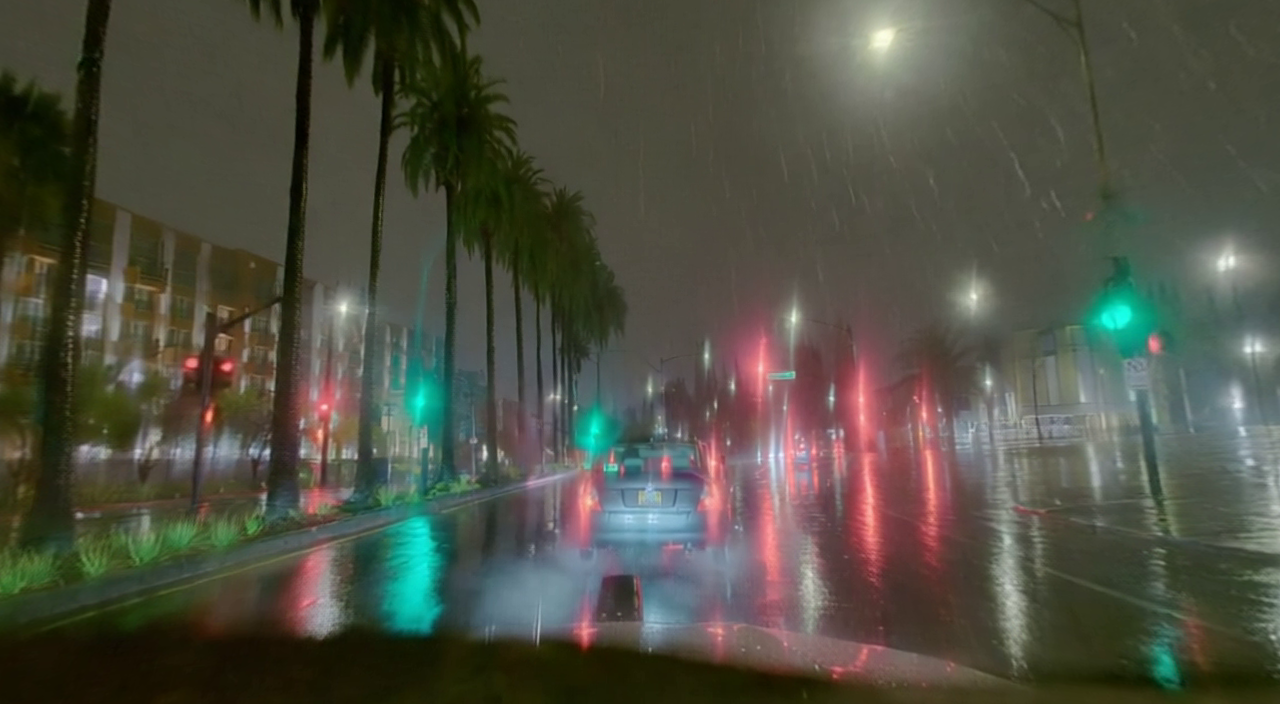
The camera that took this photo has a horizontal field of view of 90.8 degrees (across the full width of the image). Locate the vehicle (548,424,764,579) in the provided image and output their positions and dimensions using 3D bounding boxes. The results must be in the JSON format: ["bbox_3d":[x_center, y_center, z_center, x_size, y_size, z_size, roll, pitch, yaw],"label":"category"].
[{"bbox_3d":[0.189,1.768,8.260,2.096,1.492,4.071,0,-9,1],"label":"vehicle"}]
